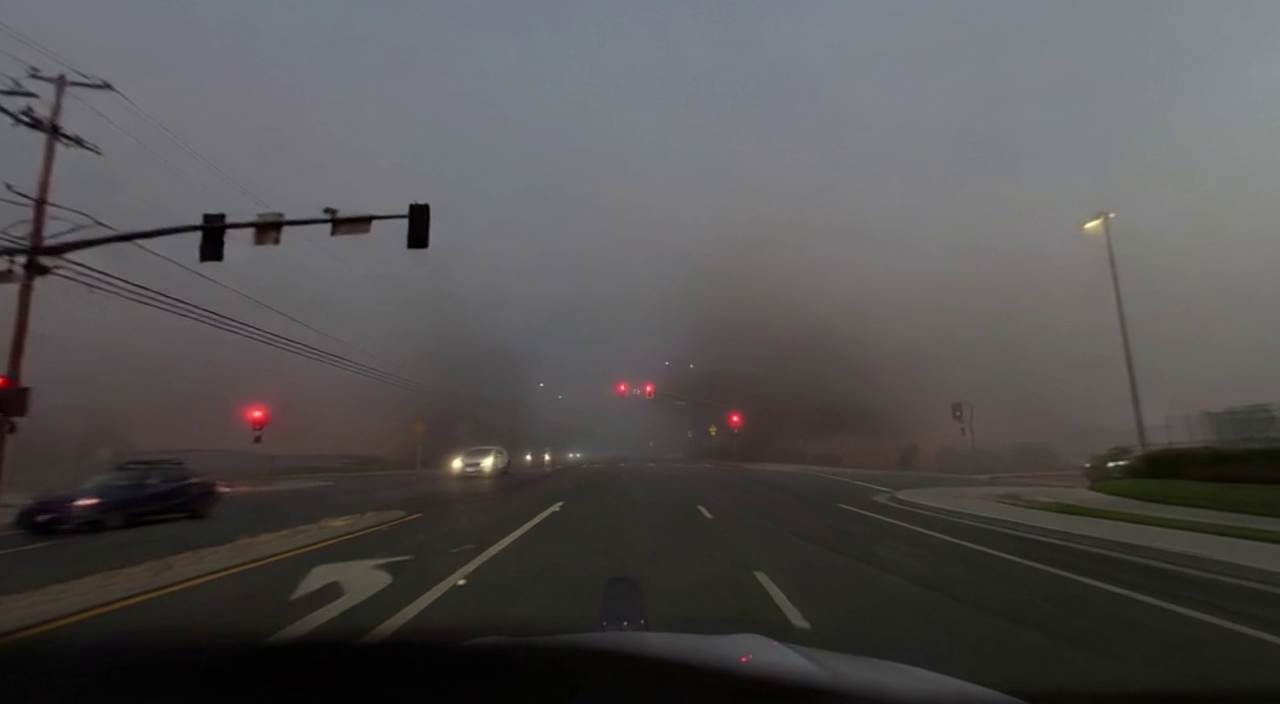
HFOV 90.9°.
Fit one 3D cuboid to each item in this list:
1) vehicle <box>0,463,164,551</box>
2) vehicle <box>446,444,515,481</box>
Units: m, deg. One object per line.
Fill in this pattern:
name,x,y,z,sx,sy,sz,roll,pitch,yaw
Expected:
vehicle,-12.199,3.030,12.729,1.825,1.435,4.211,0,-8,0
vehicle,-8.528,5.930,34.301,2.206,1.836,5.559,-1,-8,2
